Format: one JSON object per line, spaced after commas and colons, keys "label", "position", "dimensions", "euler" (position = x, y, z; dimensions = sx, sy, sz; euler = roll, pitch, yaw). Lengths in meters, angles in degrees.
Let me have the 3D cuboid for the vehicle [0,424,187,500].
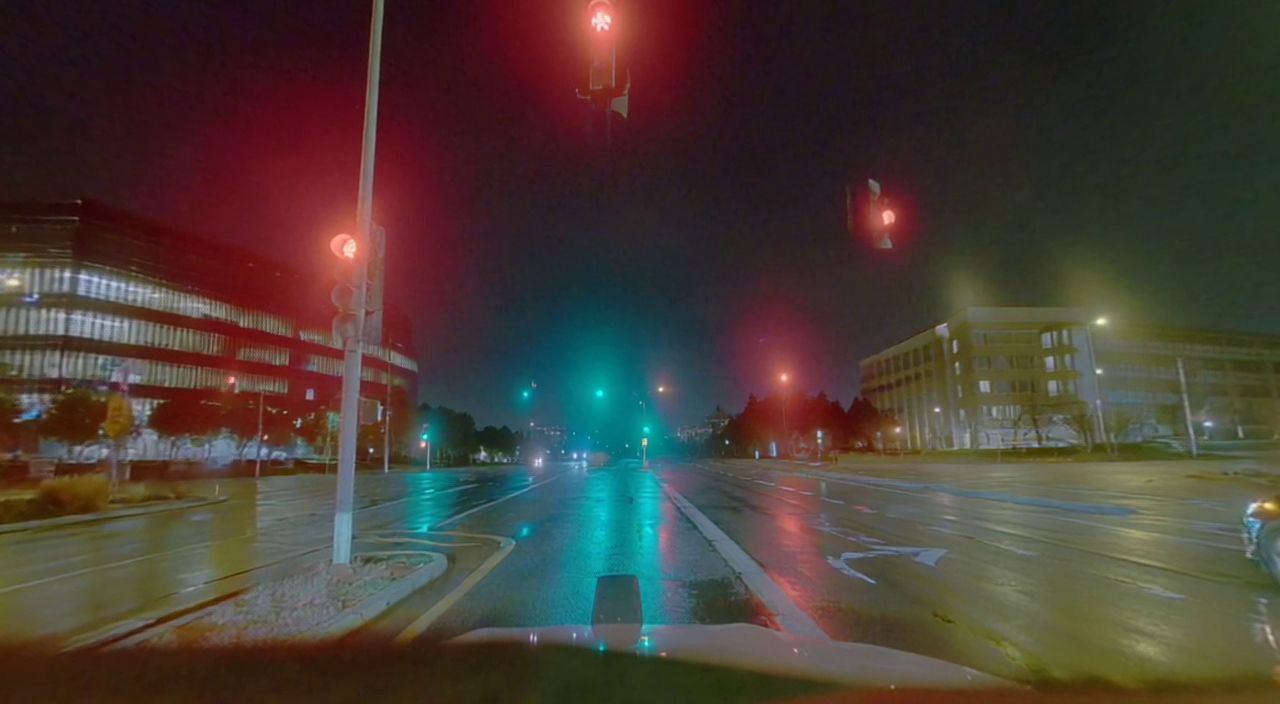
{"label": "vehicle", "position": [-24.627, 4.822, 27.586], "dimensions": [7.088, 3.096, 2.678], "euler": [0, -9, -2]}
